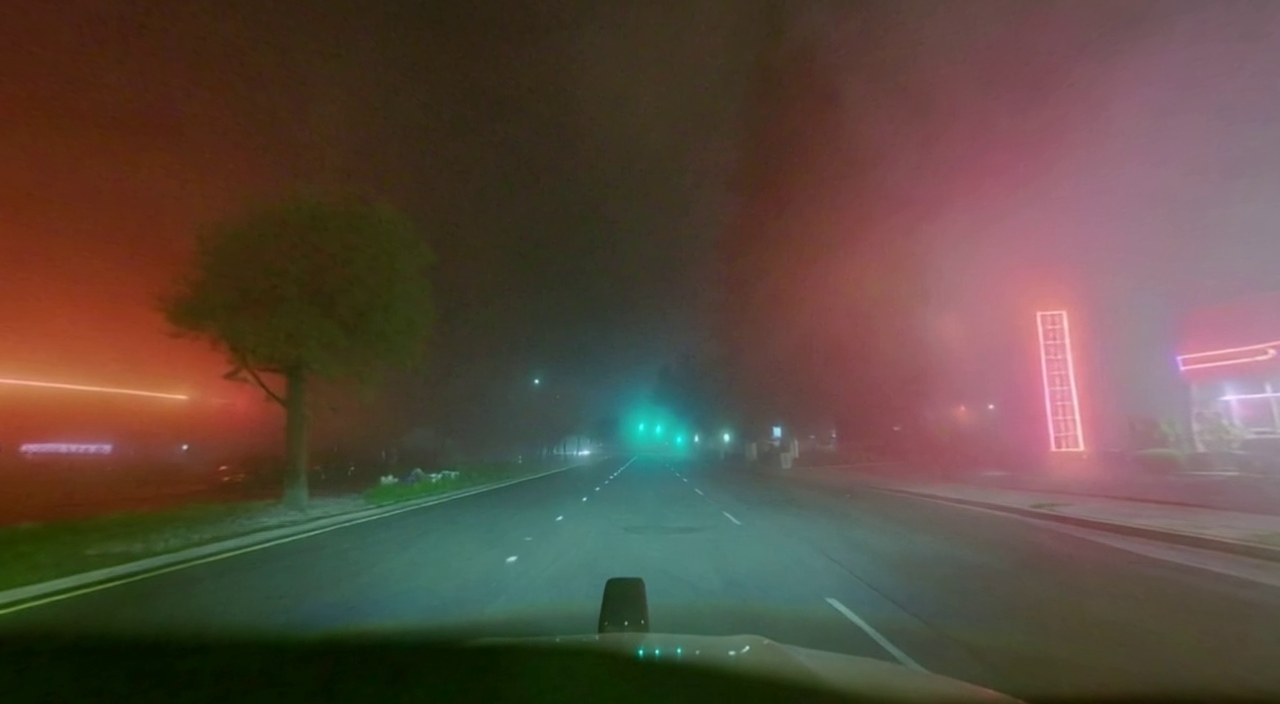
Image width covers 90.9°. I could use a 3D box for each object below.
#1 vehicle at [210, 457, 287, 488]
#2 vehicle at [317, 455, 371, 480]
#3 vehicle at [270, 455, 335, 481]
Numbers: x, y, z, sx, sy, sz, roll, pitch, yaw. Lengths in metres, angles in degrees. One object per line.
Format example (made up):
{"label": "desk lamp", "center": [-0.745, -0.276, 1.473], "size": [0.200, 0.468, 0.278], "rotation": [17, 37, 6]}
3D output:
{"label": "vehicle", "center": [-22.075, 6.806, 35.718], "size": [1.883, 1.546, 3.930], "rotation": [0, -8, -1]}
{"label": "vehicle", "center": [-21.993, 8.601, 46.997], "size": [1.945, 1.658, 4.263], "rotation": [-1, -8, 1]}
{"label": "vehicle", "center": [-21.881, 7.511, 41.046], "size": [1.820, 1.481, 4.325], "rotation": [-3, -10, 1]}
